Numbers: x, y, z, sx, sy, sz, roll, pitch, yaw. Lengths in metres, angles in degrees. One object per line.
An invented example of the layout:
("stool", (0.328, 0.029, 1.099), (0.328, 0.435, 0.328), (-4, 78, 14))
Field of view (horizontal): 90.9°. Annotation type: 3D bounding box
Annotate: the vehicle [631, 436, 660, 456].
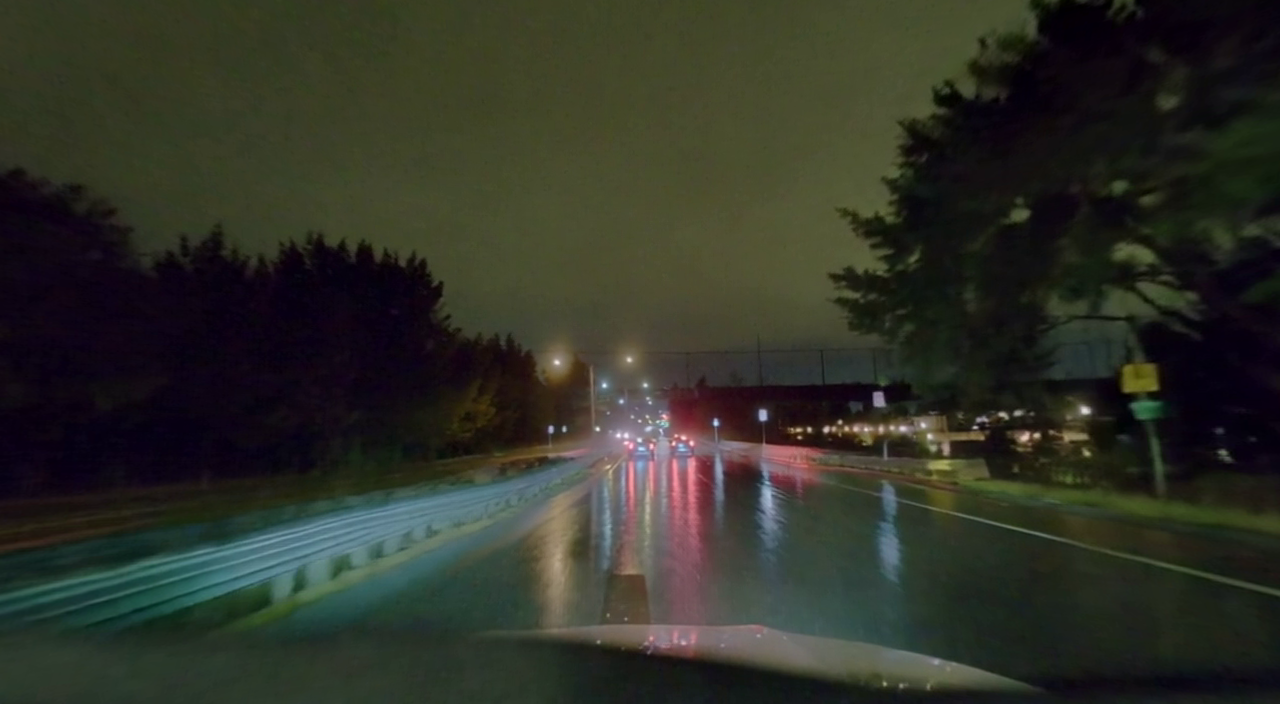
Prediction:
("vehicle", (0.395, 7.120, 47.814), (2.039, 1.462, 4.203), (0, -9, 0))
